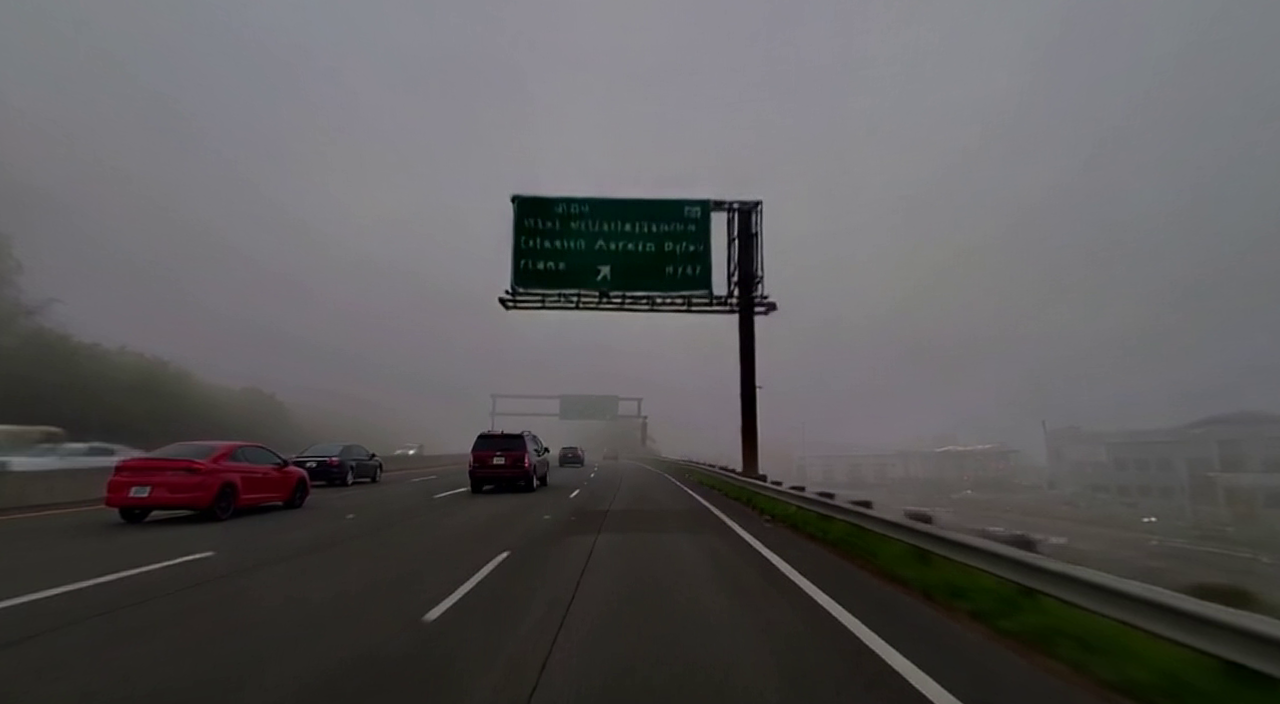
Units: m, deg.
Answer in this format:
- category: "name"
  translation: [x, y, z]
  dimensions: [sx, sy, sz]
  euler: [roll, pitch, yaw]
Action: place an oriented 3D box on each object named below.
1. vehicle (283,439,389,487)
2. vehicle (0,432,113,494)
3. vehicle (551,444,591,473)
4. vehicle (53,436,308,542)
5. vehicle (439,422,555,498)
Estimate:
- category: "vehicle"
  translation: [-11.701, 4.267, 24.656]
  dimensions: [1.919, 1.665, 4.394]
  euler: [0, -8, 0]
- category: "vehicle"
  translation: [-20.559, 3.534, 20.253]
  dimensions: [2.224, 1.888, 5.868]
  euler: [0, -8, -1]
- category: "vehicle"
  translation: [-4.067, 6.330, 37.601]
  dimensions: [1.955, 1.614, 3.817]
  euler: [0, -8, -1]
- category: "vehicle"
  translation: [-7.521, 2.217, 10.819]
  dimensions: [1.796, 1.509, 3.393]
  euler: [0, -8, -1]
- category: "vehicle"
  translation: [-4.111, 3.225, 19.261]
  dimensions: [2.301, 1.985, 5.247]
  euler: [0, -8, 0]
